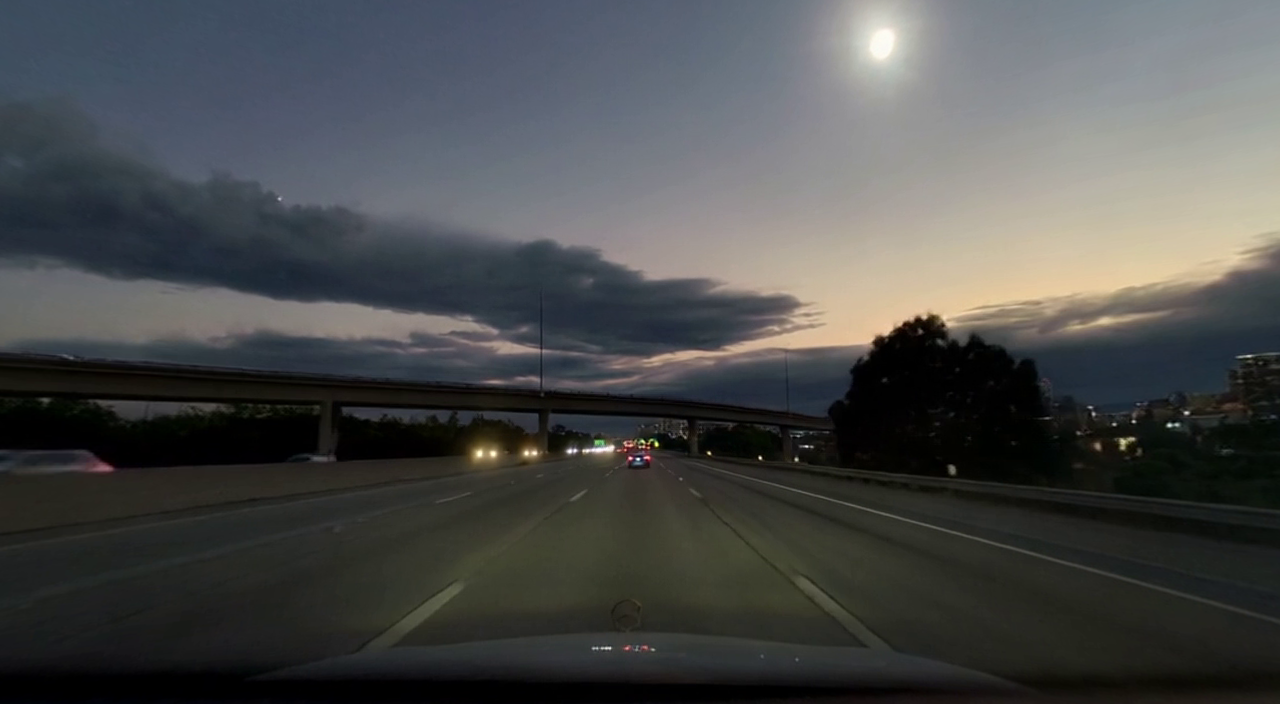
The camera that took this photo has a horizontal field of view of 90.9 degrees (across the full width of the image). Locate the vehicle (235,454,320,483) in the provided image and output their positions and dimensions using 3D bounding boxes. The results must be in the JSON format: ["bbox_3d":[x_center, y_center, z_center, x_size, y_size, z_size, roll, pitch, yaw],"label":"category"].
[{"bbox_3d":[-19.596,6.316,34.311,1.936,1.423,4.438,0,-9,1],"label":"vehicle"}]
